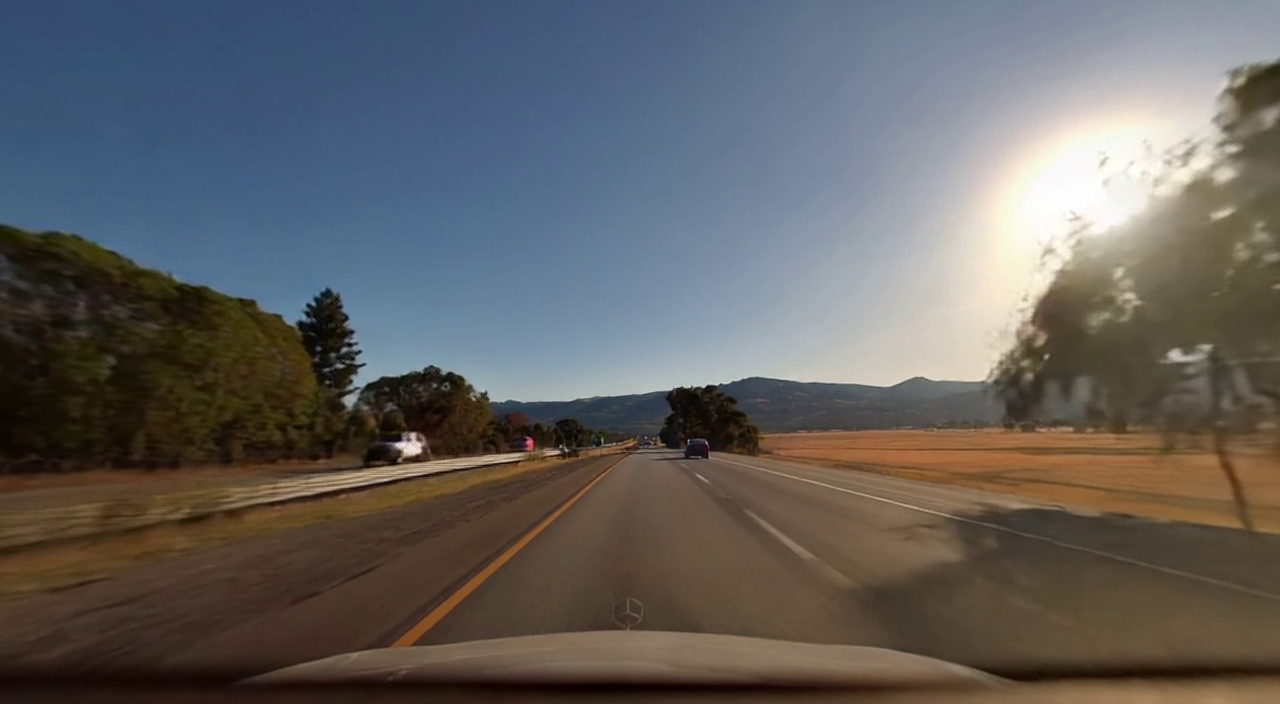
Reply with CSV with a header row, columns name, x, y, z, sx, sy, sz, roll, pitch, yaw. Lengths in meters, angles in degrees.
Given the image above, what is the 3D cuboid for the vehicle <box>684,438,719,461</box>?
name,x,y,z,sx,sy,sz,roll,pitch,yaw
vehicle,4.476,7.188,46.619,2.157,1.640,4.056,0,-8,0

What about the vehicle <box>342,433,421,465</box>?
name,x,y,z,sx,sy,sz,roll,pitch,yaw
vehicle,-16.935,6.390,41.770,2.550,1.966,6.105,0,-8,1
